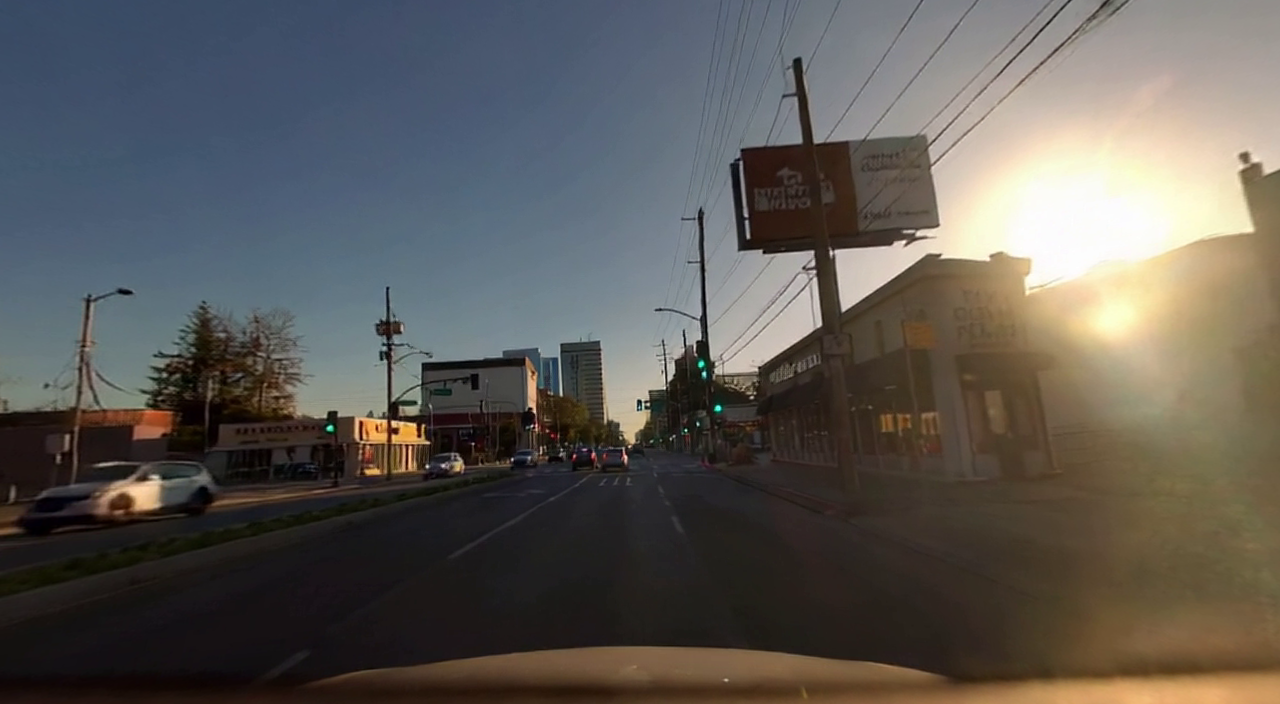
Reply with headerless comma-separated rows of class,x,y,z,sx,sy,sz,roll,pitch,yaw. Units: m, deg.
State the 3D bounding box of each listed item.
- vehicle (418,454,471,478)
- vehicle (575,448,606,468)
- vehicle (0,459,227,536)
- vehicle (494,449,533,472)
vehicle,-13.019,7.599,42.348,1.949,1.481,4.746,0,-9,1
vehicle,-3.722,7.983,47.842,1.962,1.420,4.021,-1,-9,1
vehicle,-12.469,3.423,15.413,1.876,1.530,4.198,0,-9,0
vehicle,-9.681,8.341,48.799,2.010,1.615,4.536,-1,-9,1
